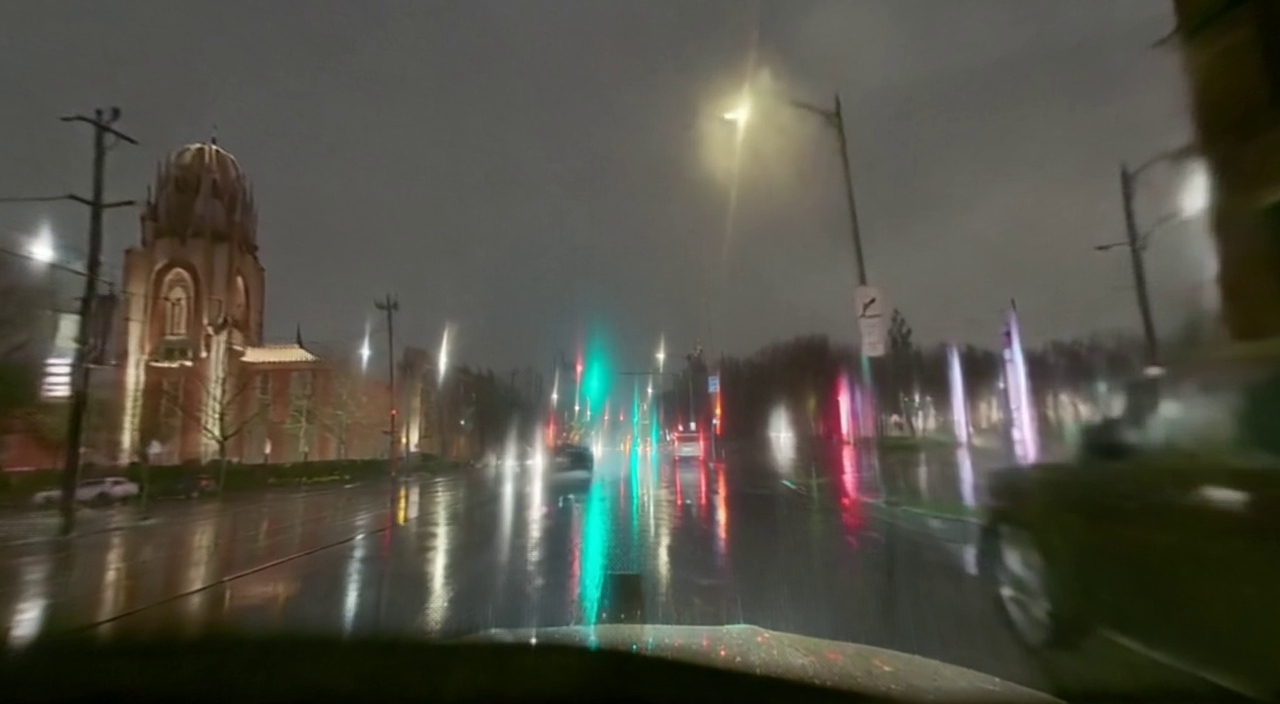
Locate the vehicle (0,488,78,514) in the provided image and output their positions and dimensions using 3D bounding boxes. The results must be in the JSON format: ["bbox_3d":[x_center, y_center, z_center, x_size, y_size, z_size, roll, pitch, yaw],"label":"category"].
[{"bbox_3d":[-37.944,9.195,39.068,4.533,1.449,1.771,0,-8,-2],"label":"vehicle"}]

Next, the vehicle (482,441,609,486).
[{"bbox_3d":[-3.391,4.091,23.549,1.881,1.476,4.620,-7,-11,38],"label":"vehicle"}]

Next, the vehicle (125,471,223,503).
[{"bbox_3d":[-28.907,8.378,39.304,4.439,1.661,2.071,-1,-8,-2],"label":"vehicle"}]

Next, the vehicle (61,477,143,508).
[{"bbox_3d":[-33.481,8.732,39.362,3.529,1.661,1.695,-1,-6,0],"label":"vehicle"}]

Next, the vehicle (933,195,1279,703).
[{"bbox_3d":[3.318,0.450,1.836,2.269,2.046,5.649,0,-8,1],"label":"vehicle"}]

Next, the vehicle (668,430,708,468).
[{"bbox_3d":[2.714,5.612,36.873,2.074,2.041,5.045,0,-8,1],"label":"vehicle"}]
